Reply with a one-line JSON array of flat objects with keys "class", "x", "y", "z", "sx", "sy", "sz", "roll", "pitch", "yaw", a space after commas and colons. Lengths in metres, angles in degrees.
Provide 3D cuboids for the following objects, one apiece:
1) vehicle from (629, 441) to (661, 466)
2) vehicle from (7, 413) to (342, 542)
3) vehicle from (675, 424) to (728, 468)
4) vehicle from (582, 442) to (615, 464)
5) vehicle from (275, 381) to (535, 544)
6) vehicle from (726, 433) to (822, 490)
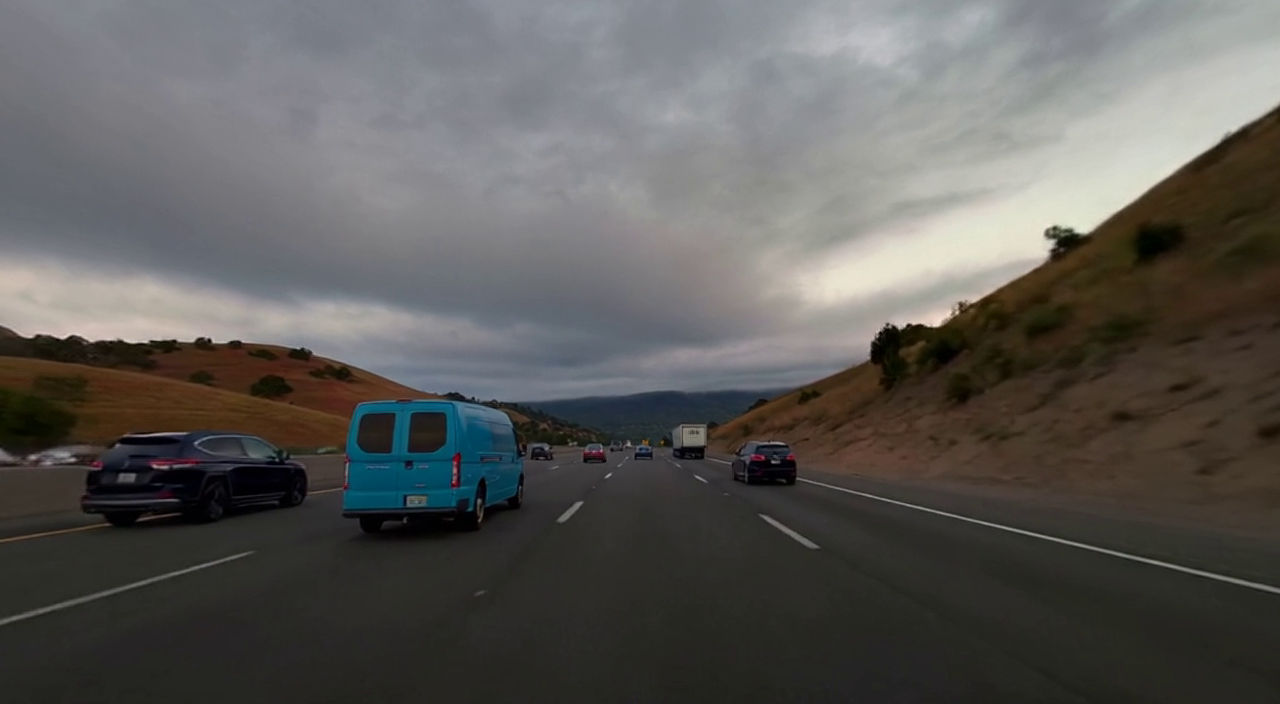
[{"class": "vehicle", "x": 0.309, "y": 6.659, "z": 41.232, "sx": 2.014, "sy": 1.543, "sz": 3.804, "roll": 0, "pitch": -9, "yaw": 0}, {"class": "vehicle", "x": -7.447, "y": 2.068, "z": 10.992, "sx": 2.054, "sy": 1.715, "sz": 4.928, "roll": 0, "pitch": -9, "yaw": 0}, {"class": "vehicle", "x": 4.085, "y": 6.471, "z": 43.314, "sx": 2.877, "sy": 2.730, "sz": 7.831, "roll": 0, "pitch": -9, "yaw": 0}, {"class": "vehicle", "x": -3.094, "y": 7.669, "z": 47.952, "sx": 2.138, "sy": 1.581, "sz": 4.340, "roll": 0, "pitch": -9, "yaw": 1}, {"class": "vehicle", "x": -3.669, "y": 1.937, "z": 11.492, "sx": 2.421, "sy": 2.203, "sz": 5.775, "roll": 0, "pitch": -9, "yaw": 1}, {"class": "vehicle", "x": 4.072, "y": 3.416, "z": 19.867, "sx": 2.051, "sy": 1.598, "sz": 4.145, "roll": 0, "pitch": -9, "yaw": -1}]
